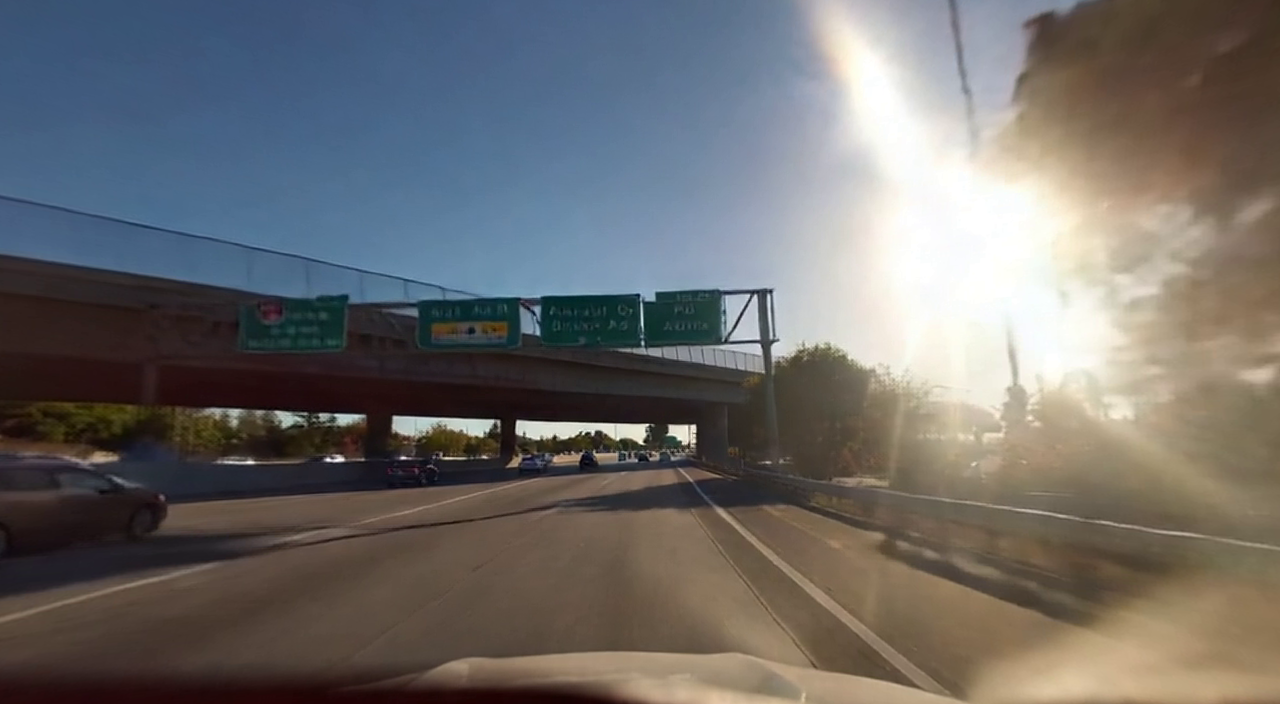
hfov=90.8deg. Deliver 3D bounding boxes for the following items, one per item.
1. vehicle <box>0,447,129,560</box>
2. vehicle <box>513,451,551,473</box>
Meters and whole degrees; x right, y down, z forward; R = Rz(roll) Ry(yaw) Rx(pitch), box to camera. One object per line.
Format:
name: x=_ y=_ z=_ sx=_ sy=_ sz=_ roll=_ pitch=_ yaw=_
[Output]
vehicle: x=-9.640 y=2.067 z=8.540 sx=1.829 sy=1.520 sz=4.505 roll=-1 pitch=-9 yaw=-3
vehicle: x=-7.876 y=8.065 z=46.454 sx=2.271 sy=1.537 sz=4.029 roll=-1 pitch=-9 yaw=-2
